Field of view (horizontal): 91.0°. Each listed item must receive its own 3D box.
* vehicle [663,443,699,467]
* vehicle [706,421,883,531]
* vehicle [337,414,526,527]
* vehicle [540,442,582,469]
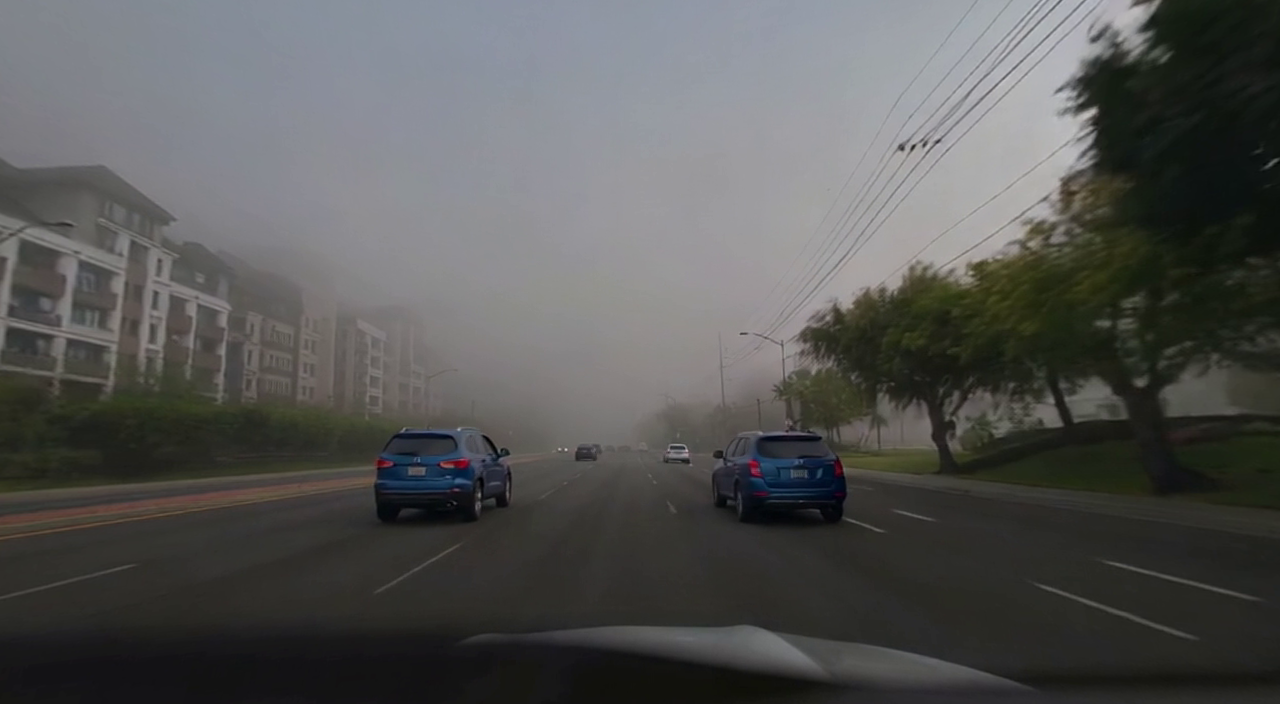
[{"bbox_3d":[2.608,6.740,41.240,1.981,1.472,3.923,0,-9,-2],"label":"vehicle"},{"bbox_3d":[2.660,2.267,12.051,2.198,1.706,4.166,0,-9,-2],"label":"vehicle"},{"bbox_3d":[-3.791,2.278,12.596,2.169,1.796,4.821,0,-9,0],"label":"vehicle"},{"bbox_3d":[-4.619,6.129,37.316,2.040,1.482,4.121,0,-9,-1],"label":"vehicle"}]
